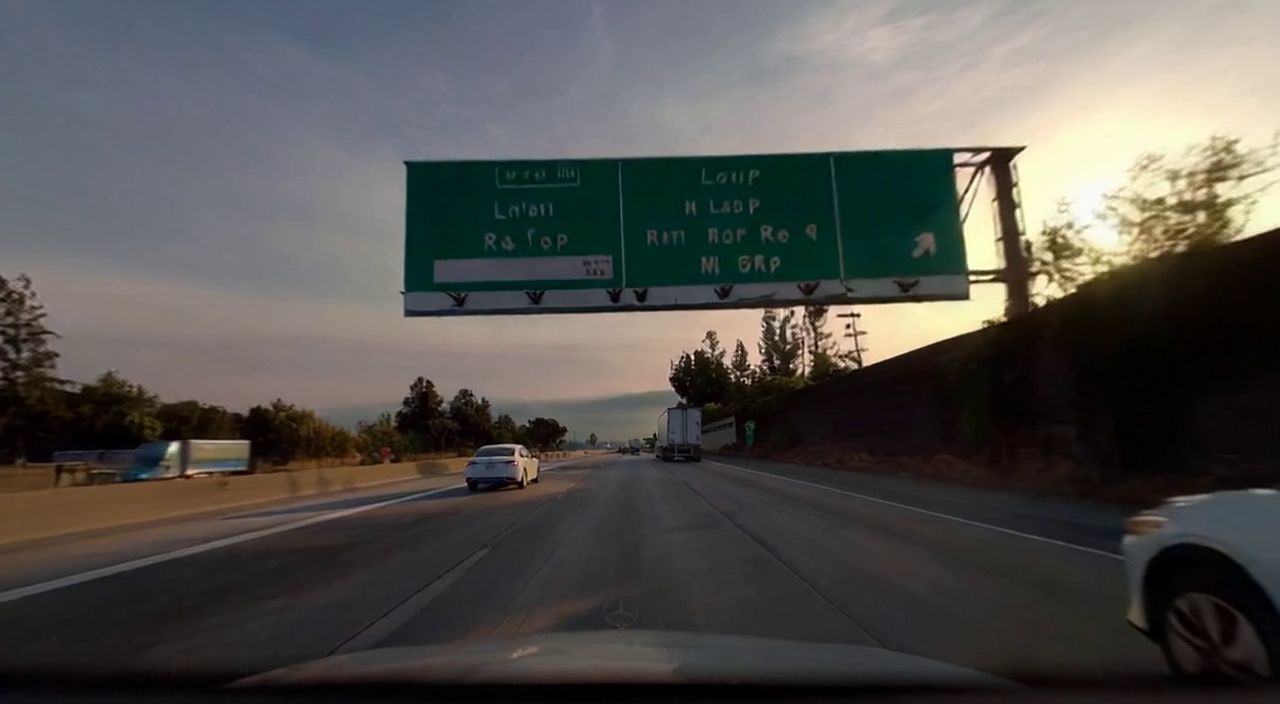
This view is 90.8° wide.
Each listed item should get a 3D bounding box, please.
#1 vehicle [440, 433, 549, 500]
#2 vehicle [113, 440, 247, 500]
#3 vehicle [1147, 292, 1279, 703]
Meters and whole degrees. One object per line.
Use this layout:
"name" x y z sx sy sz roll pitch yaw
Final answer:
"vehicle" -3.873 3.114 17.696 1.903 1.607 4.770 0 -8 0
"vehicle" -33.034 8.419 46.025 2.948 3.897 8.777 0 -8 0
"vehicle" 3.382 0.413 0.563 2.065 1.760 4.488 0 -8 0
